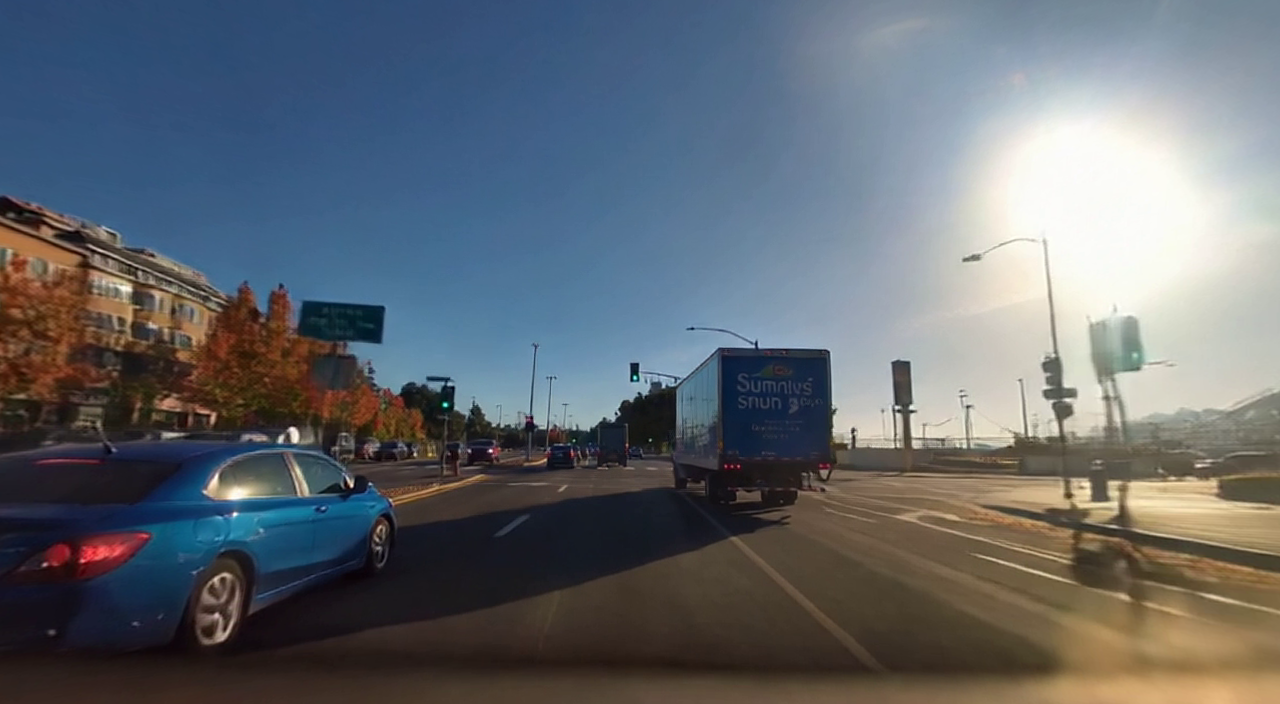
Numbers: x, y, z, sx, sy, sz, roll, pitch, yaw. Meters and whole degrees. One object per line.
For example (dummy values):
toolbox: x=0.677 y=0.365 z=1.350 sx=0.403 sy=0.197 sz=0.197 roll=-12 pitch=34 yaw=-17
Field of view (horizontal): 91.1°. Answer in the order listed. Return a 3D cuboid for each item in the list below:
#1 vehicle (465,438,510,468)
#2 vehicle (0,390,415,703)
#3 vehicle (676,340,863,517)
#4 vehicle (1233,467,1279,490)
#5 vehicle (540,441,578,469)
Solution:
vehicle: x=-10.245 y=6.810 z=42.499 sx=2.374 sy=1.863 sz=4.751 roll=1 pitch=-9 yaw=-7
vehicle: x=-3.371 y=1.226 z=4.487 sx=1.828 sy=1.515 sz=4.422 roll=0 pitch=-9 yaw=1
vehicle: x=2.916 y=2.197 z=17.299 sx=2.905 sy=3.644 sz=8.441 roll=0 pitch=-9 yaw=-3
vehicle: x=47.808 y=9.530 z=47.381 sx=5.053 sy=1.542 sz=2.169 roll=3 pitch=-9 yaw=-19
vehicle: x=-5.518 y=7.042 z=43.183 sx=2.388 sy=1.811 sz=4.455 roll=1 pitch=-9 yaw=-5
